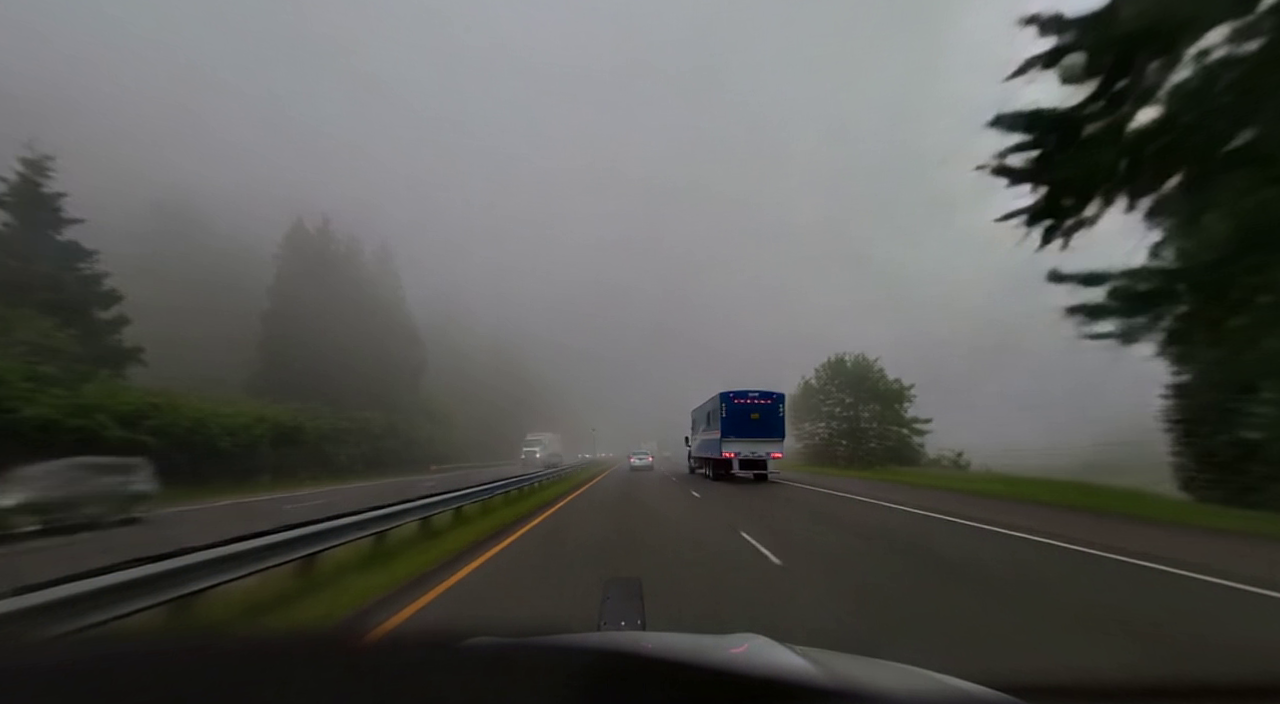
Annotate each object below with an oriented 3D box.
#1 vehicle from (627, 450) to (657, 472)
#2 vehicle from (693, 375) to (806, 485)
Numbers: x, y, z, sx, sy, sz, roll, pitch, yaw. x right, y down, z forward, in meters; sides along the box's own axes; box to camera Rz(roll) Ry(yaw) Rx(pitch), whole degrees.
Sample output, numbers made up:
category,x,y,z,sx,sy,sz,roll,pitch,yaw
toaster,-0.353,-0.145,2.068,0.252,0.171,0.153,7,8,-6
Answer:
category,x,y,z,sx,sy,sz,roll,pitch,yaw
vehicle,0.129,7.334,42.629,1.926,1.386,3.615,0,-9,0
vehicle,4.678,4.042,30.843,2.939,4.129,14.300,0,-9,0
